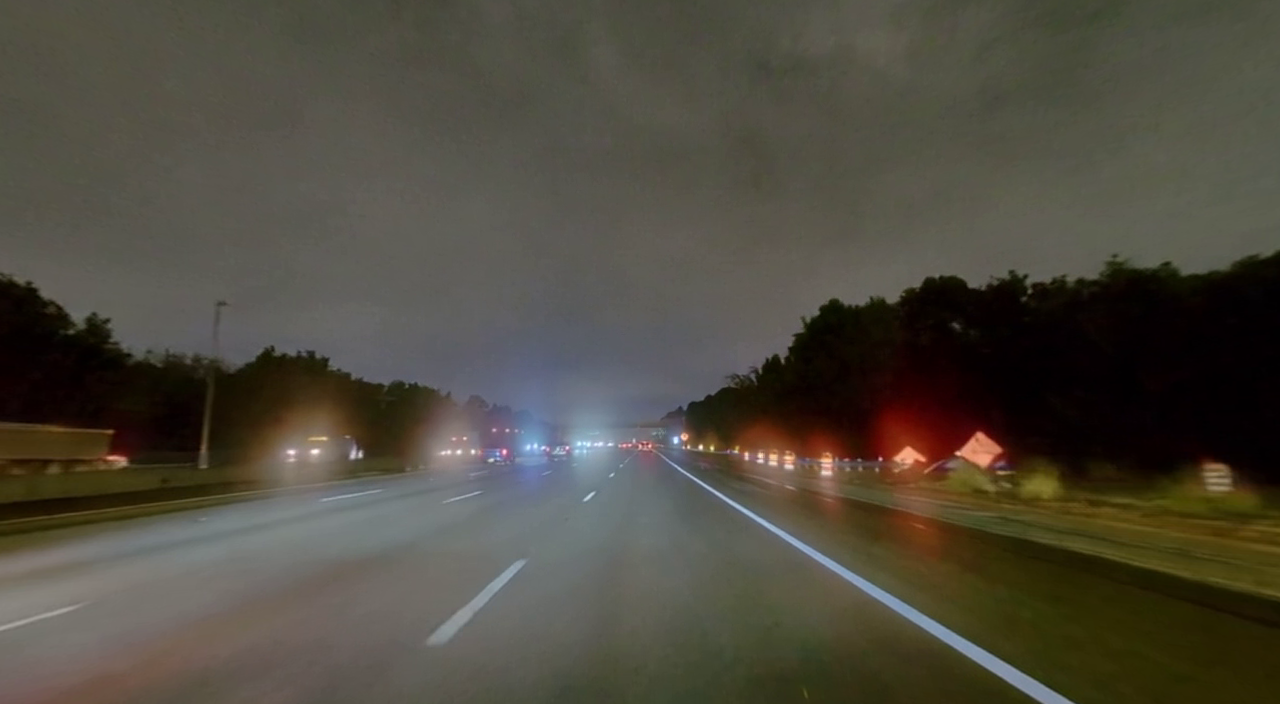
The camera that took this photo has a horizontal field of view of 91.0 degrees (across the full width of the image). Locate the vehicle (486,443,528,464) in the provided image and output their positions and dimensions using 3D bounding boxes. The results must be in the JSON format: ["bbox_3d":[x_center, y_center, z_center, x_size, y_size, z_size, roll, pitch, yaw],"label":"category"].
[{"bbox_3d":[-9.952,7.649,47.498,2.122,1.511,4.576,0,-9,0],"label":"vehicle"}]

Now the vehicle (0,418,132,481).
[{"bbox_3d":[-30.221,4.901,31.724,2.768,2.789,7.712,0,-9,0],"label":"vehicle"}]

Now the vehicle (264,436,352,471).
[{"bbox_3d":[-18.837,5.769,36.077,2.098,1.845,5.358,0,-9,1],"label":"vehicle"}]
